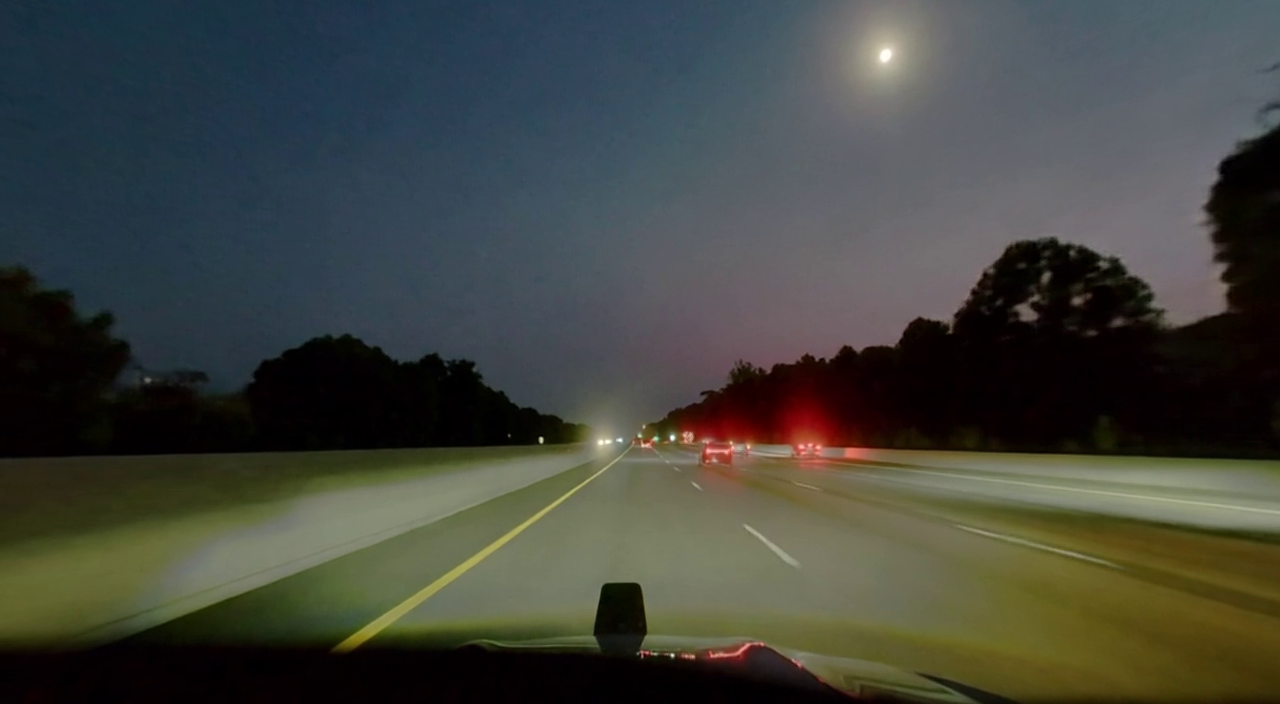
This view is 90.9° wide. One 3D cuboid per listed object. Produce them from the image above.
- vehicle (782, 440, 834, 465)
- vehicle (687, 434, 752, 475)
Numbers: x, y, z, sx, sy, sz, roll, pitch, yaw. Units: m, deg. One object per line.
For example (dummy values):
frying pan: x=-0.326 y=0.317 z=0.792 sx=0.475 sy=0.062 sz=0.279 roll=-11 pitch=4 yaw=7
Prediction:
vehicle: x=10.365 y=6.217 z=39.211 sx=1.970 sy=1.479 sz=4.480 roll=0 pitch=-8 yaw=-1
vehicle: x=3.436 y=4.541 z=28.111 sx=2.326 sy=1.644 sz=4.206 roll=0 pitch=-8 yaw=-1
